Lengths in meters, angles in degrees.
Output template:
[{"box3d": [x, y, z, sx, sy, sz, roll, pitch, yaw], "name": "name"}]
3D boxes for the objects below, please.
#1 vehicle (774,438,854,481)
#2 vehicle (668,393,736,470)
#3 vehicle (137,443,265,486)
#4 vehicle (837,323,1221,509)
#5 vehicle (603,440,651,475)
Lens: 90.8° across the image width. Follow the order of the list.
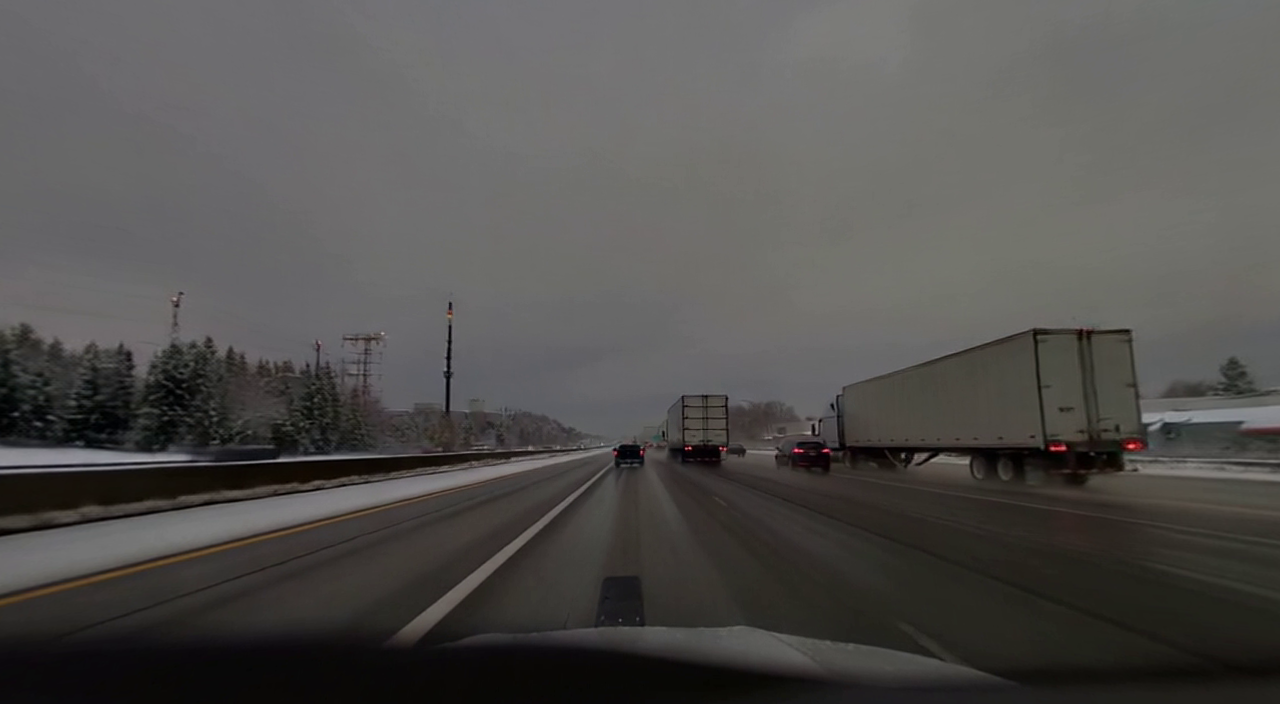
[{"box3d": [7.310, 4.561, 27.065, 2.154, 1.658, 4.347, 0, -9, -1], "name": "vehicle"}, {"box3d": [3.614, 5.087, 39.536, 2.999, 4.127, 10.526, 0, -9, -1], "name": "vehicle"}, {"box3d": [-16.667, 4.263, 24.294, 1.781, 1.477, 4.274, 0, -9, 1], "name": "vehicle"}, {"box3d": [11.366, 2.700, 22.778, 2.898, 4.171, 17.188, 0, -9, 0], "name": "vehicle"}, {"box3d": [-0.581, 5.085, 30.586, 2.163, 1.551, 4.180, 0, -9, 0], "name": "vehicle"}]
